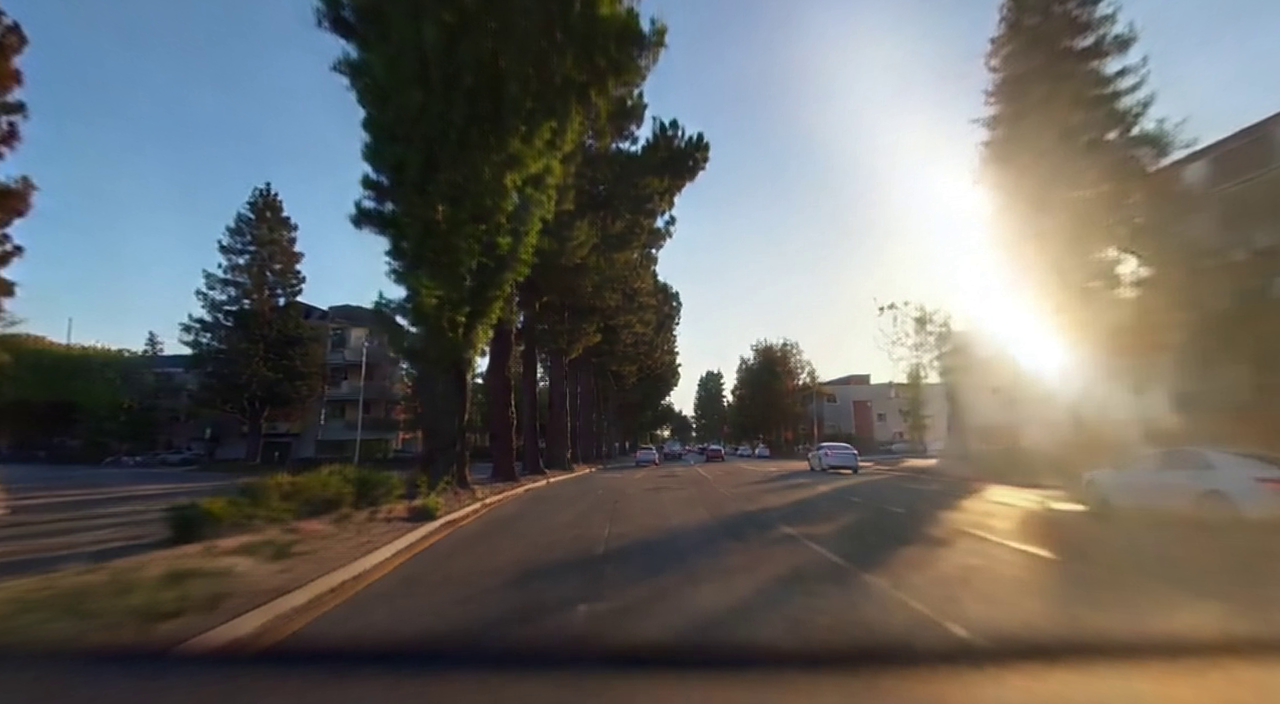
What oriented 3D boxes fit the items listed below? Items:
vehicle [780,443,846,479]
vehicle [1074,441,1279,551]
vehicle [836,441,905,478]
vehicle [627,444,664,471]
[{"bbox_3d":[7.650,4.838,28.380,2.020,1.472,3.958,0,-8,3],"label":"vehicle"},{"bbox_3d":[9.923,2.292,10.796,1.888,1.508,4.646,0,-8,3],"label":"vehicle"},{"bbox_3d":[11.470,5.354,31.733,1.945,1.687,4.292,0,-8,2],"label":"vehicle"},{"bbox_3d":[0.359,6.098,36.680,2.077,1.477,3.897,0,-8,2],"label":"vehicle"}]
